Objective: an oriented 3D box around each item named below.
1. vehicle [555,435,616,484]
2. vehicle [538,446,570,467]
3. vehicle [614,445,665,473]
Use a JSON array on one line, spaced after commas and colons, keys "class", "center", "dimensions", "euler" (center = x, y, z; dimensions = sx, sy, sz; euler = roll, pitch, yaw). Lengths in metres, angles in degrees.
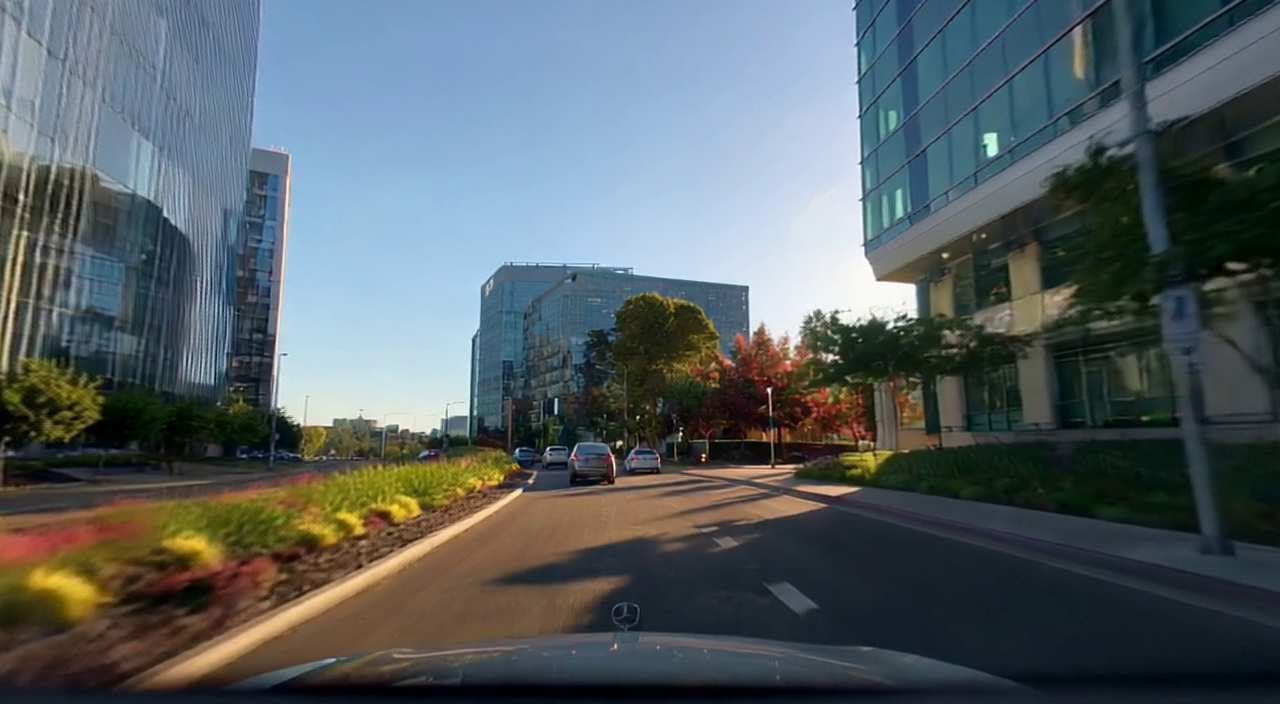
[{"class": "vehicle", "center": [-2.188, 4.240, 25.032], "dimensions": [2.173, 1.761, 4.374], "euler": [1, -9, -6]}, {"class": "vehicle", "center": [-6.798, 8.166, 49.260], "dimensions": [2.029, 1.515, 4.494], "euler": [2, -9, -13]}, {"class": "vehicle", "center": [-0.102, 6.122, 36.171], "dimensions": [2.116, 1.506, 4.355], "euler": [2, -9, -11]}]
